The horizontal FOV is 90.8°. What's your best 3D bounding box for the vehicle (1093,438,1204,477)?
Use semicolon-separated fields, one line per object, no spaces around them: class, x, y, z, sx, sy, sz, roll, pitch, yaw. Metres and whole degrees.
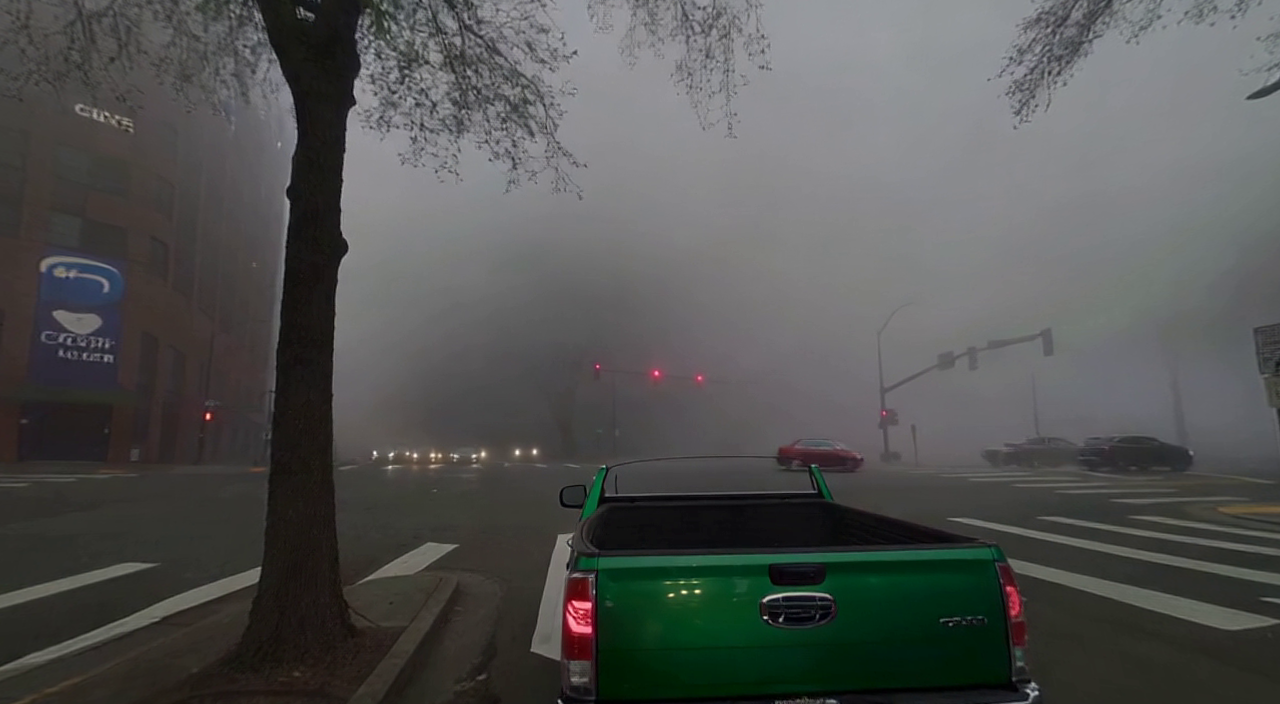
vehicle;27.307;5.604;33.893;5.667;1.927;2.289;4;-10;-26

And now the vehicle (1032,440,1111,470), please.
vehicle;26.363;6.268;38.570;4.541;1.731;2.007;5;-10;-28

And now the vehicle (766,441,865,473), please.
vehicle;8.531;5.119;30.874;4.457;1.464;1.879;-2;-9;16

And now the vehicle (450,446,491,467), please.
vehicle;-12.606;7.764;47.094;1.946;1.474;4.008;0;-9;0

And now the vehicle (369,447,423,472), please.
vehicle;-16.237;7.138;42.248;1.883;1.586;4.297;0;-9;0
